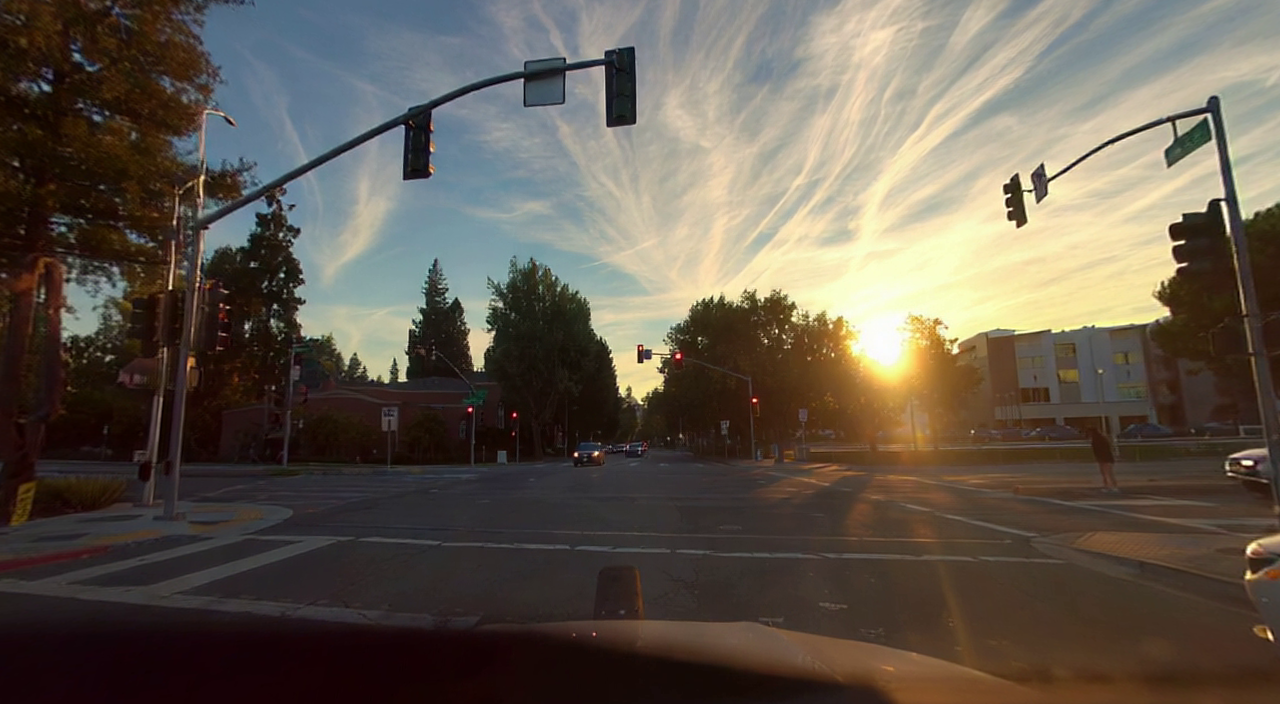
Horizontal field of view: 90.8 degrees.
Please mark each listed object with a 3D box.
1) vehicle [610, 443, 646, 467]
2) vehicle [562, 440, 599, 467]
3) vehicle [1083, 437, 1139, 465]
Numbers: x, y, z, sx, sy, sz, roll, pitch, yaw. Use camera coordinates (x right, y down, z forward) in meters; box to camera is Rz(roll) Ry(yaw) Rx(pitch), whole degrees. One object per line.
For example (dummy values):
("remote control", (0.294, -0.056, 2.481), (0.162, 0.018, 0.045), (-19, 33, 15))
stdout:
("vehicle", (-0.843, 6.827, 41.990), (2.056, 1.492, 3.937), (1, -9, -6))
("vehicle", (-4.105, 7.108, 44.318), (2.251, 1.756, 4.610), (0, -9, -2))
("vehicle", (26.979, 5.658, 36.139), (2.092, 1.474, 4.046), (-8, -11, 41))
